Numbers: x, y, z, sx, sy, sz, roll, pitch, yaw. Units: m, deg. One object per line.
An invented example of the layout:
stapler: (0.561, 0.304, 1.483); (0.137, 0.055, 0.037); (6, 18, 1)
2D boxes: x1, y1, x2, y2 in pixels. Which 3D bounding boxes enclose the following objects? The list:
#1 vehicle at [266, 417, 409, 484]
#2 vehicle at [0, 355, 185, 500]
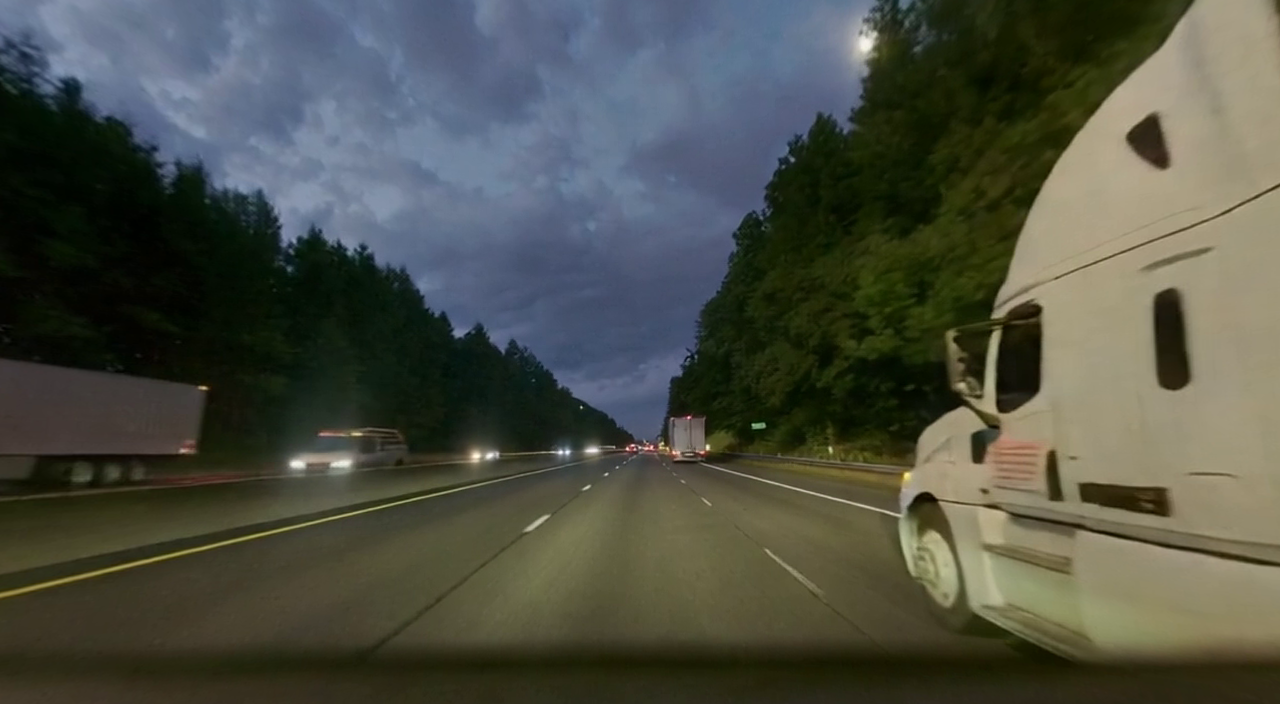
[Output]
vehicle: (-12.033, 4.056, 25.894); (2.321, 2.365, 6.898); (0, -9, 1)
vehicle: (-19.565, 2.228, 18.413); (2.913, 4.049, 12.675); (0, -9, 0)
